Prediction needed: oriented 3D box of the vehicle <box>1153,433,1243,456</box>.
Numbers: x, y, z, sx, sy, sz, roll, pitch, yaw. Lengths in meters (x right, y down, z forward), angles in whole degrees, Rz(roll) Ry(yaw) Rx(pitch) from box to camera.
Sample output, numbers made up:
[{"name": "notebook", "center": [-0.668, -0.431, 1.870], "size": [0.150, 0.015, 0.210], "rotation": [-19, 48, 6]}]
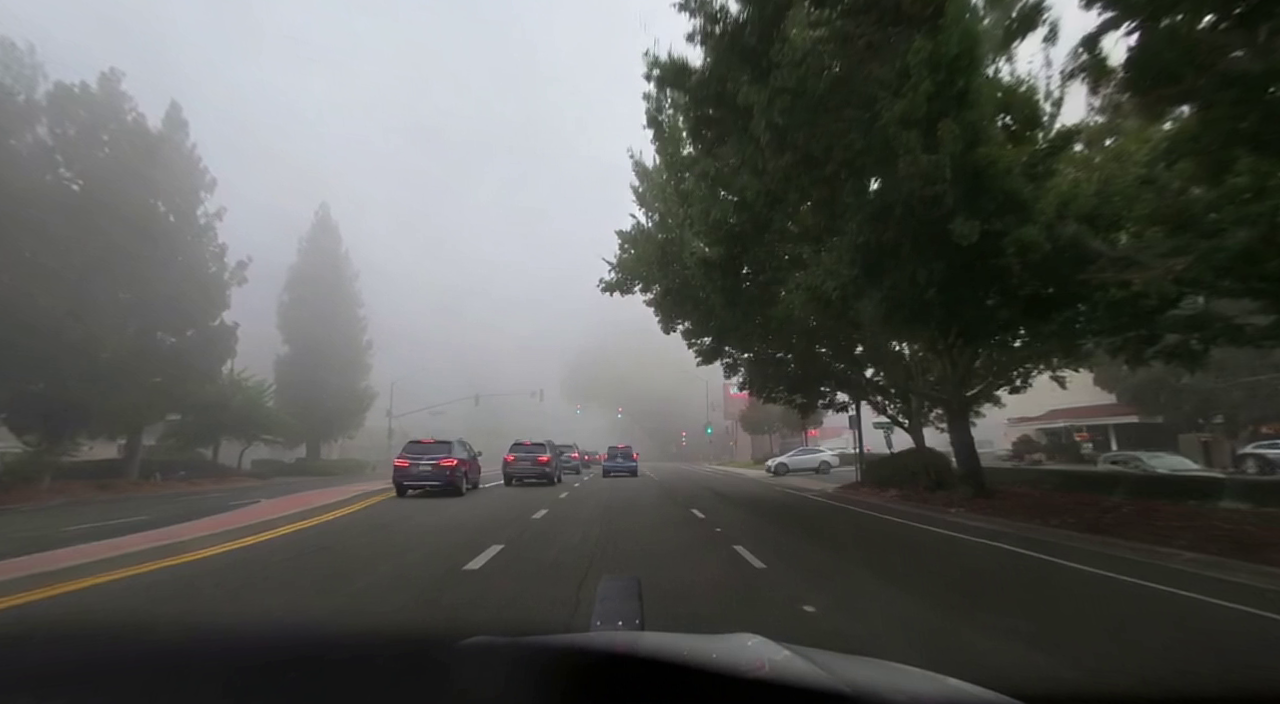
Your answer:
[{"name": "vehicle", "center": [38.639, 6.413, 43.822], "size": [4.436, 1.481, 1.886], "rotation": [-1, -8, -2]}]

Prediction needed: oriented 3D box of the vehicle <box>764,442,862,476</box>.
[{"name": "vehicle", "center": [9.424, 5.809, 34.559], "size": [4.734, 1.726, 2.039], "rotation": [2, -9, -12]}]

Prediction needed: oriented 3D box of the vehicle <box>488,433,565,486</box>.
[{"name": "vehicle", "center": [-4.326, 4.211, 25.037], "size": [2.159, 1.877, 4.925], "rotation": [0, -8, 0]}]

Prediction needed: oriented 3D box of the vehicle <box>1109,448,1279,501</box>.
[{"name": "vehicle", "center": [17.439, 3.706, 19.380], "size": [4.683, 1.457, 1.906], "rotation": [0, -9, -5]}]

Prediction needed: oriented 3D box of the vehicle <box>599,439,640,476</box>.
[{"name": "vehicle", "center": [-1.092, 5.578, 33.693], "size": [2.061, 1.809, 4.141], "rotation": [0, -8, -2]}]

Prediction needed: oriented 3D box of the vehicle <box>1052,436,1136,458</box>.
[{"name": "vehicle", "center": [31.355, 6.580, 43.684], "size": [4.352, 1.482, 1.954], "rotation": [0, -9, -4]}]

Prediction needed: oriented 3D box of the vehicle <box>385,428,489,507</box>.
[{"name": "vehicle", "center": [-5.295, 3.032, 17.127], "size": [2.093, 1.803, 4.668], "rotation": [1, -9, -11]}]
